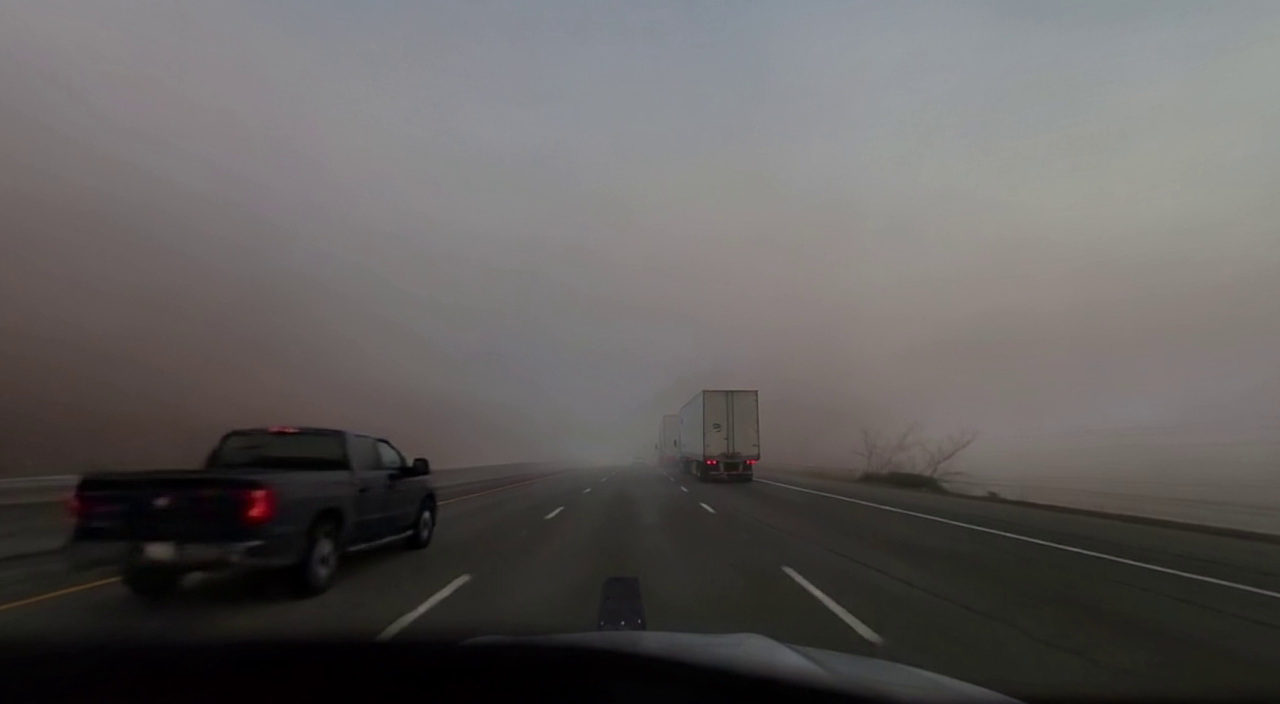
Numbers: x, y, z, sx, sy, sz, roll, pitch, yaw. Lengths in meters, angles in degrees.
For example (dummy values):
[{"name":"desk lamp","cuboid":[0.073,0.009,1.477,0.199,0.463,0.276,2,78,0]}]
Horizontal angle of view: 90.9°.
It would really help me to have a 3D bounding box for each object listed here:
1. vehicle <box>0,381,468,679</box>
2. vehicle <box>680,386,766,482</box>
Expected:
[{"name":"vehicle","cuboid":[-3.569,1.438,6.286,2.291,1.788,4.825,0,-9,1]},{"name":"vehicle","cuboid":[4.096,4.707,35.018,2.826,4.269,14.176,0,-9,0]}]
